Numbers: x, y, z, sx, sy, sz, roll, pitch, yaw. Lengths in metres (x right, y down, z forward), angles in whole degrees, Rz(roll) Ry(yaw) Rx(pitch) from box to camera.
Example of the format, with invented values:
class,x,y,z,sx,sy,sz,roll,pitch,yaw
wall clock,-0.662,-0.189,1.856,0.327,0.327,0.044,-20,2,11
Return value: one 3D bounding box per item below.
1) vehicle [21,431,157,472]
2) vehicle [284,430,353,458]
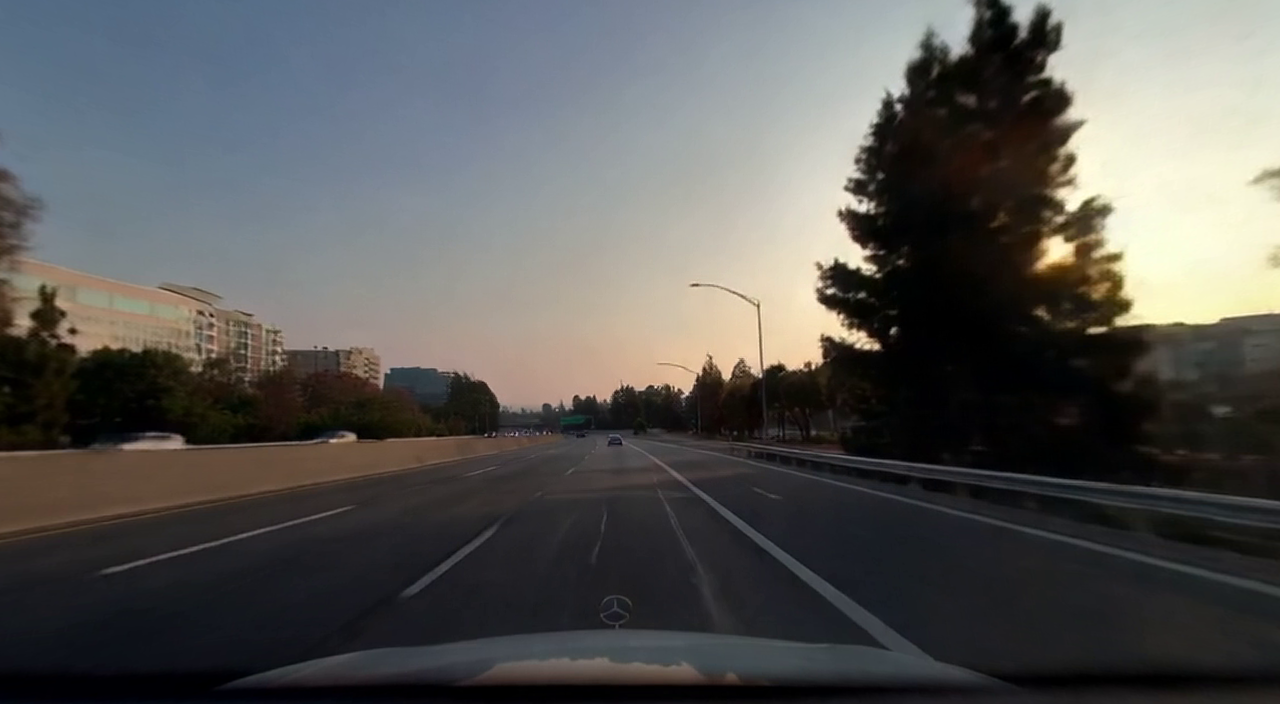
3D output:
class,x,y,z,sx,sy,sz,roll,pitch,yaw
vehicle,-22.330,4.003,25.788,1.926,1.524,4.083,0,-8,-2
vehicle,-19.499,5.552,38.410,1.858,1.586,4.625,0,-8,-2
